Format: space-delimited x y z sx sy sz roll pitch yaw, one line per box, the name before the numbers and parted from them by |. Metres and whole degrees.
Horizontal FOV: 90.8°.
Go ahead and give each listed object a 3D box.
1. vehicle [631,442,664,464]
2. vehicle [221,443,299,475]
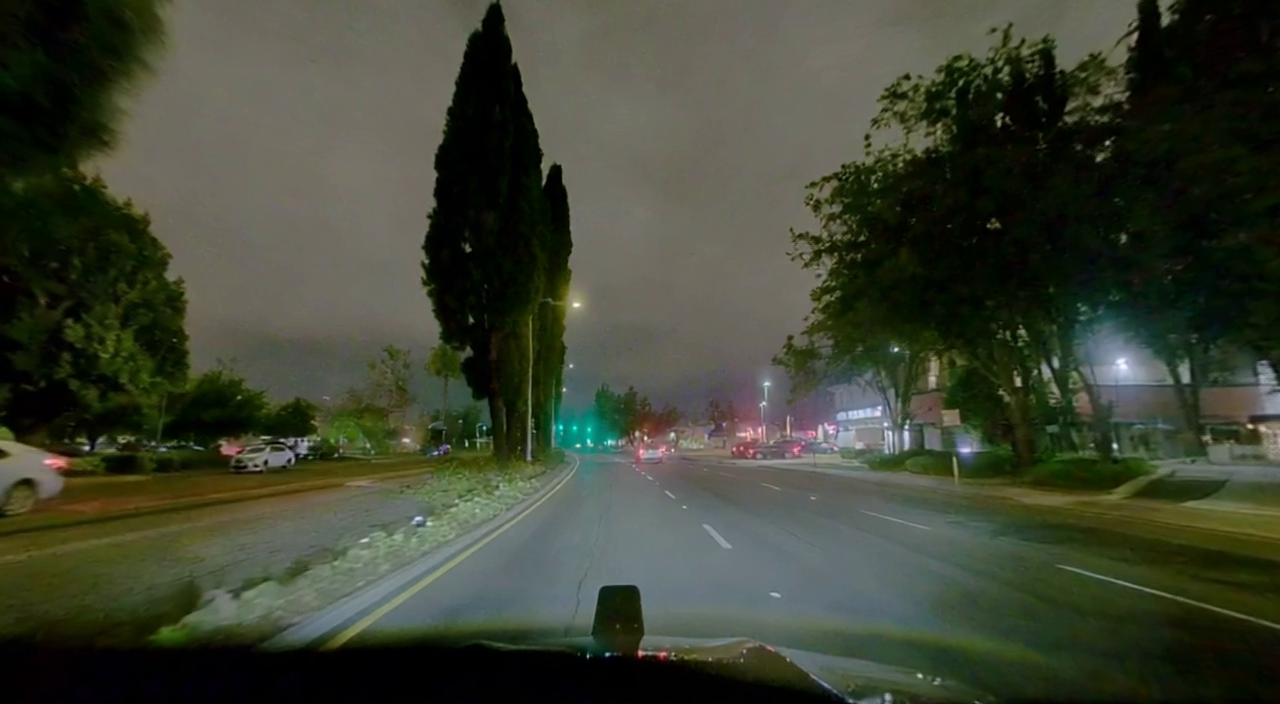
vehicle | 0.481 7.288 45.595 1.913 1.473 4.360 1 -9 -6
vehicle | -21.051 5.903 35.231 1.874 1.651 4.259 0 -9 -4
